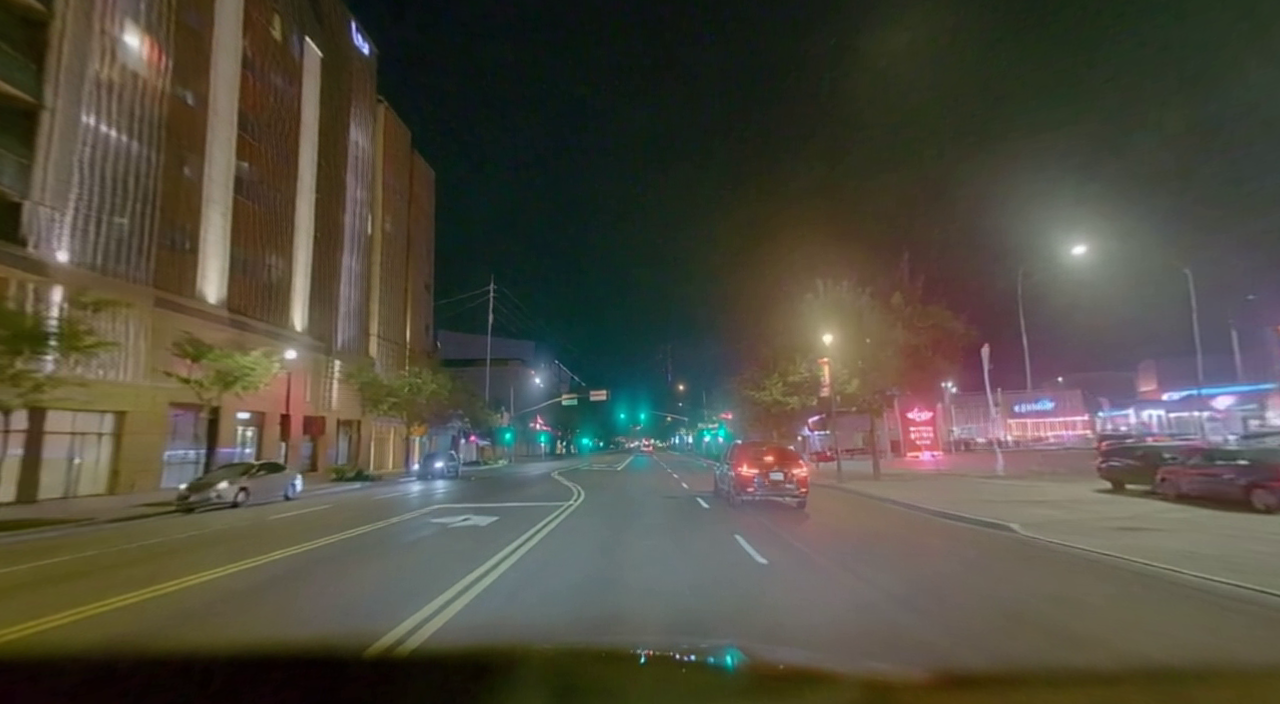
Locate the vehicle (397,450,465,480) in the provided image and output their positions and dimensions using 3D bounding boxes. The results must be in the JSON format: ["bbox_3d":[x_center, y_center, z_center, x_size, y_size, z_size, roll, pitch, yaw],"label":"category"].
[{"bbox_3d":[-11.860,6.500,36.053,1.944,1.575,4.895,-1,-11,3],"label":"vehicle"}]

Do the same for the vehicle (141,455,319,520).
[{"bbox_3d":[-12.084,3.993,19.034,2.015,1.521,4.798,-1,-8,3],"label":"vehicle"}]

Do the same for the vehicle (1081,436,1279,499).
[{"bbox_3d":[16.108,3.393,18.768,4.412,1.503,1.771,-3,-7,-1],"label":"vehicle"}]

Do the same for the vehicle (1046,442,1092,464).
[{"bbox_3d":[31.258,7.362,45.833,1.867,1.482,4.593,-4,-9,24],"label":"vehicle"}]

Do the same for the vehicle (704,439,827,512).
[{"bbox_3d":[2.876,2.953,15.488,2.080,1.524,4.348,0,-9,-1],"label":"vehicle"}]
